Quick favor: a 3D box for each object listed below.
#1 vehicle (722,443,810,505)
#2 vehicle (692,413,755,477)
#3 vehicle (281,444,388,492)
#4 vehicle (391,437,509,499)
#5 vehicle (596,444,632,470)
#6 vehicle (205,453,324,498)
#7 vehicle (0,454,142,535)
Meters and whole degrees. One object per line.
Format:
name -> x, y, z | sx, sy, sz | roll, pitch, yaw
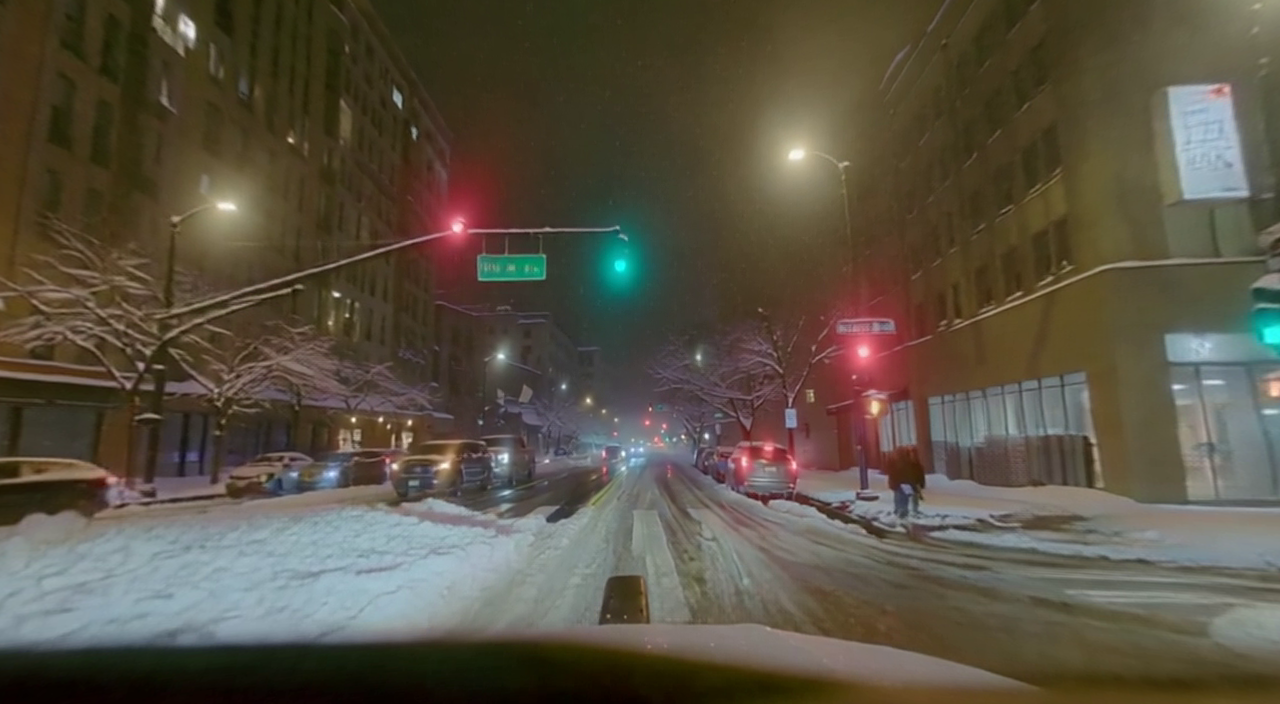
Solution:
vehicle -> 3.902, 3.821, 20.220 | 1.924, 1.765, 3.954 | 0, -8, 0
vehicle -> 4.850, 5.636, 38.269 | 2.989, 3.455, 7.975 | -1, -8, 2
vehicle -> -11.430, 4.342, 23.916 | 1.933, 1.628, 3.973 | -1, -8, 2
vehicle -> -5.335, 3.303, 18.370 | 1.942, 1.559, 4.298 | -1, -8, 2
vehicle -> -1.600, 6.605, 39.784 | 1.973, 1.496, 3.713 | -1, -8, 2
vehicle -> -14.364, 4.708, 24.435 | 2.012, 1.476, 4.284 | 0, -8, -1
vehicle -> -12.742, 2.730, 12.147 | 1.934, 1.434, 4.636 | -2, -9, 13
